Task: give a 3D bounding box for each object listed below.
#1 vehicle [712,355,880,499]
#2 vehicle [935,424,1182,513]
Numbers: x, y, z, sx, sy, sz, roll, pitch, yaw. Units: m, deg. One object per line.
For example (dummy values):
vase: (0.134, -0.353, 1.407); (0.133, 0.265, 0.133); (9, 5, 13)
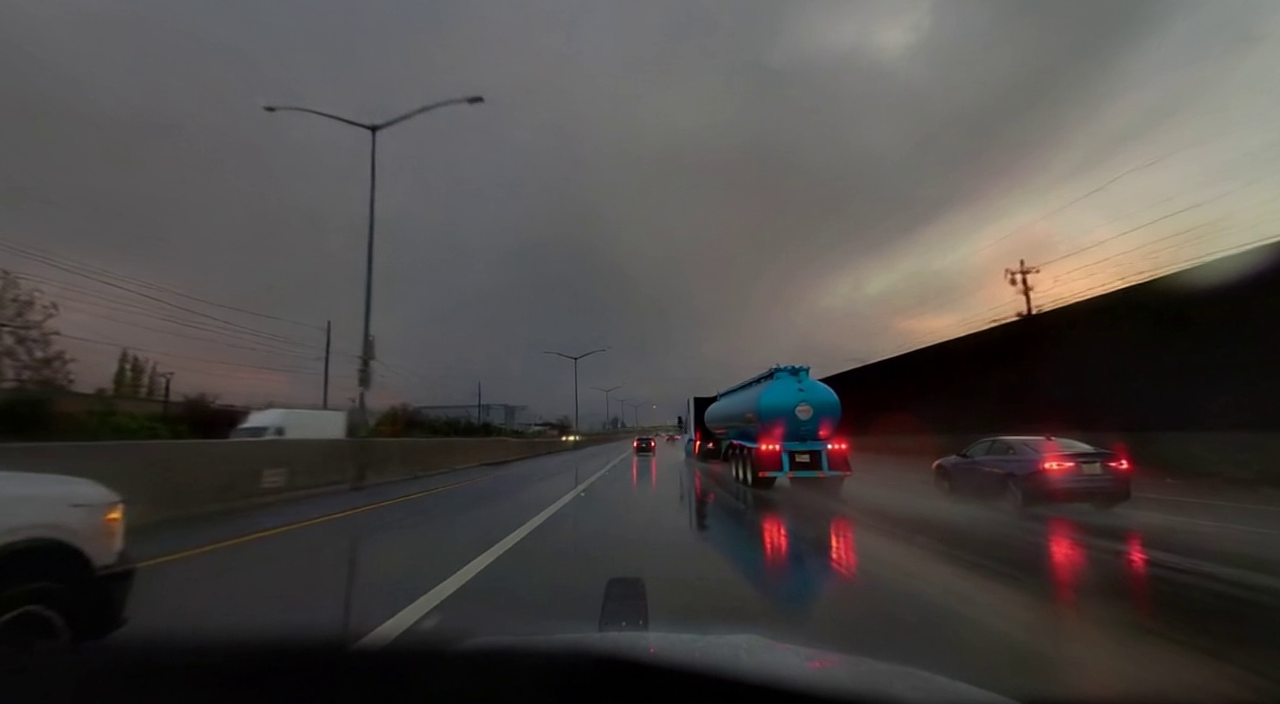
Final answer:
vehicle: (3.921, 2.242, 18.122); (2.791, 3.179, 8.074); (0, -8, 1)
vehicle: (8.174, 2.309, 13.006); (1.905, 1.480, 4.624); (0, -8, 0)
